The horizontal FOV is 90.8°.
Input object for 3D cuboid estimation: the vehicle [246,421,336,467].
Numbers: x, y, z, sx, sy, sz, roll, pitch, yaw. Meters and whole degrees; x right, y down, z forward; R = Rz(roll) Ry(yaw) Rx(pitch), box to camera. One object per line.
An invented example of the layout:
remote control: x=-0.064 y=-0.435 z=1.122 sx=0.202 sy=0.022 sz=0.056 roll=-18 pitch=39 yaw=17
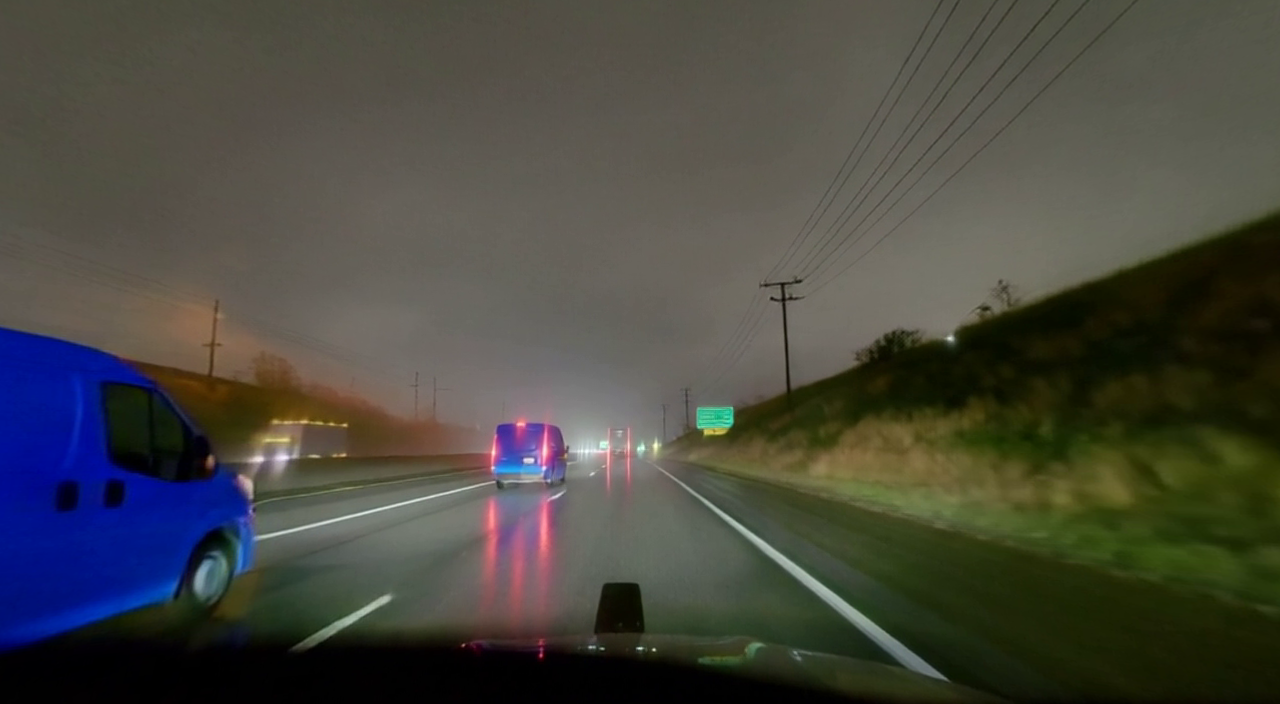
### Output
vehicle: x=-24.101 y=6.456 z=43.975 sx=2.641 sy=2.951 sz=6.304 roll=0 pitch=-9 yaw=-1

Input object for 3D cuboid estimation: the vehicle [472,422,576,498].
vehicle: x=-3.370 y=3.293 z=19.552 sx=2.197 sy=2.011 sz=5.130 roll=0 pitch=-9 yaw=0

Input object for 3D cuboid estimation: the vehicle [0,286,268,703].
vehicle: x=-3.903 y=0.634 z=2.191 sx=2.145 sy=2.010 sz=4.980 roll=0 pitch=-9 yaw=0
